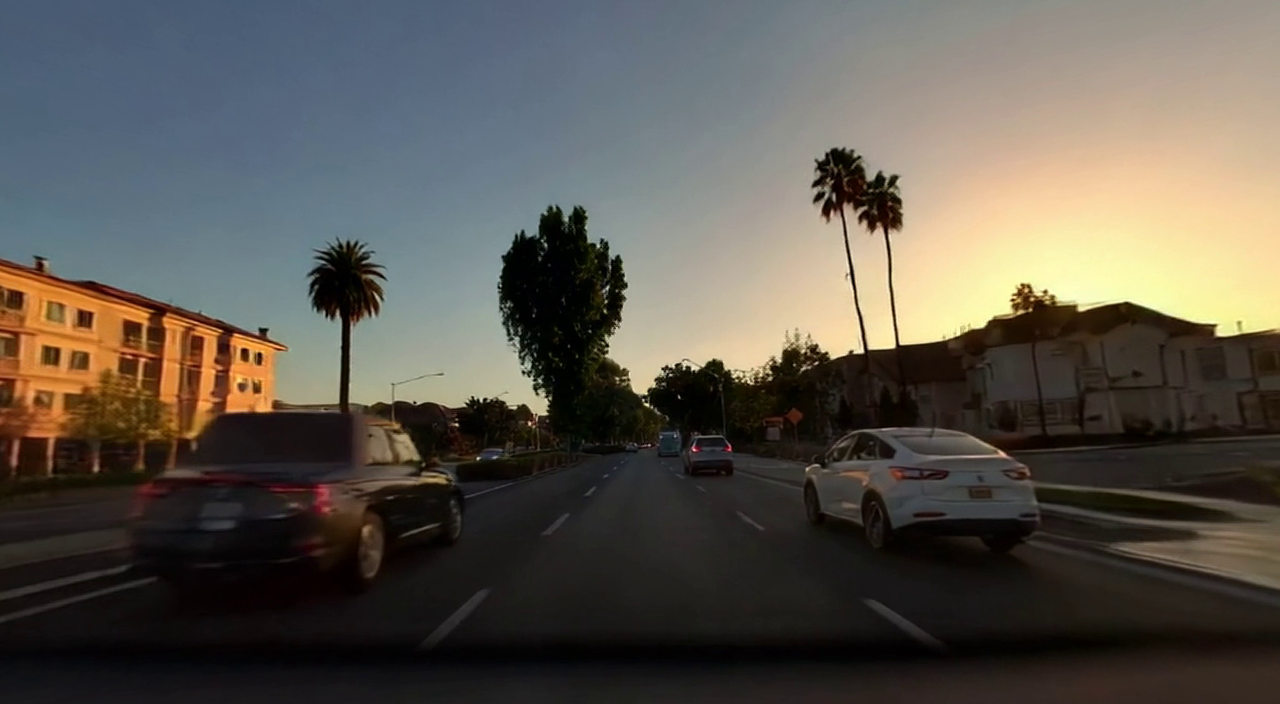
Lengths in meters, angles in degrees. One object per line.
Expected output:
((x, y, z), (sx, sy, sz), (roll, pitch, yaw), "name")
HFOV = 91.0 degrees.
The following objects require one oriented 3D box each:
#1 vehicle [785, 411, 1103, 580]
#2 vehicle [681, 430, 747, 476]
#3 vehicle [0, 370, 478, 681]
((3.547, 1.749, 8.466), (2.084, 1.682, 4.148), (0, -8, -2), "vehicle")
((3.203, 4.530, 28.358), (2.244, 1.901, 4.561), (0, -8, -2), "vehicle")
((-3.166, 1.300, 5.863), (2.084, 1.735, 4.528), (0, -8, 0), "vehicle")
